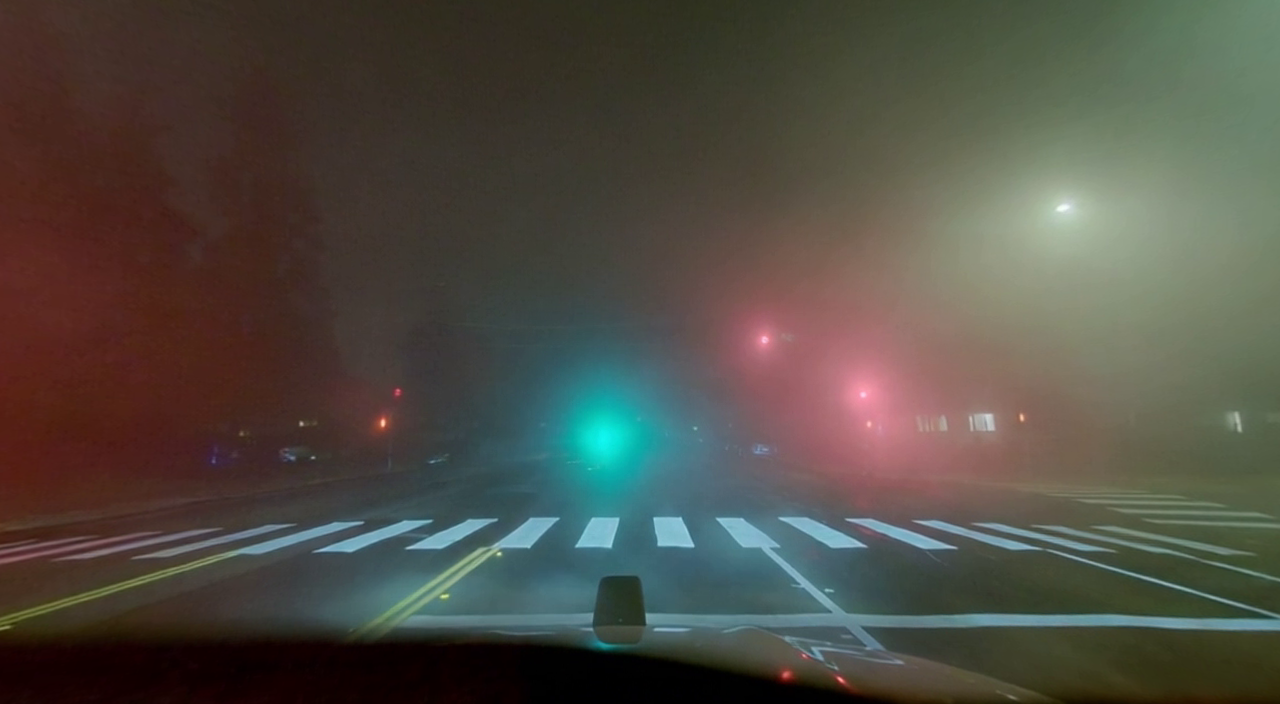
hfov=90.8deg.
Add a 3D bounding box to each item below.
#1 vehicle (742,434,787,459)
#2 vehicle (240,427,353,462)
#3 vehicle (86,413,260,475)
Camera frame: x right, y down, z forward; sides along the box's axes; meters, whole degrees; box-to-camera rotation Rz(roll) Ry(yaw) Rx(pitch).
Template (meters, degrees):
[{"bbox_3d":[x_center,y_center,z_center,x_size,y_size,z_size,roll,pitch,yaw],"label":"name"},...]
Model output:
[{"bbox_3d":[8.008,6.129,40.954,2.029,1.554,4.705,0,-9,1],"label":"vehicle"},{"bbox_3d":[-17.958,4.869,33.181,4.743,1.734,1.994,0,-9,0],"label":"vehicle"},{"bbox_3d":[-17.942,3.557,24.511,4.800,2.259,2.303,0,-9,0],"label":"vehicle"}]
